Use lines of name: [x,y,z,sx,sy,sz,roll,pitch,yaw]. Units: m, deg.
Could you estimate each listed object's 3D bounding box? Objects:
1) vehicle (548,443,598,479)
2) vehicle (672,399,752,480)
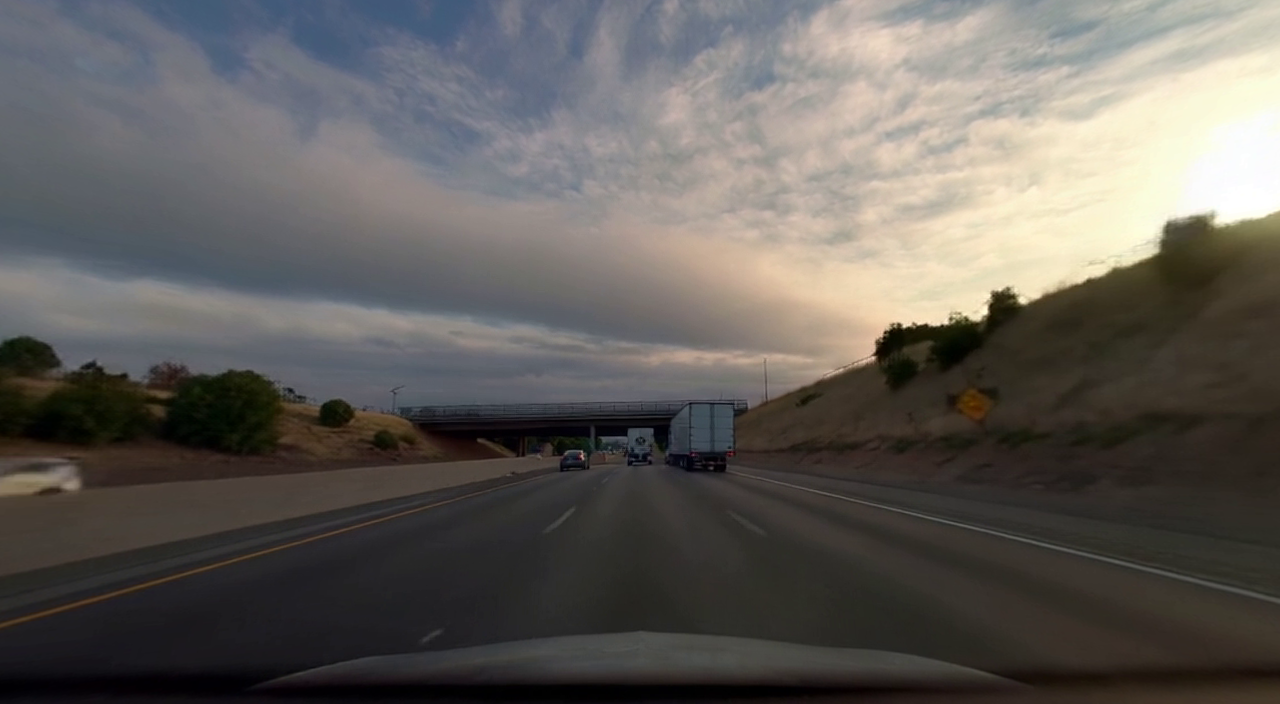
vehicle: [-3.238,5.393,31.388,2.007,1.647,3.854,0,-9,1]
vehicle: [4.046,5.676,40.175,3.131,4.037,16.729,0,-9,0]
